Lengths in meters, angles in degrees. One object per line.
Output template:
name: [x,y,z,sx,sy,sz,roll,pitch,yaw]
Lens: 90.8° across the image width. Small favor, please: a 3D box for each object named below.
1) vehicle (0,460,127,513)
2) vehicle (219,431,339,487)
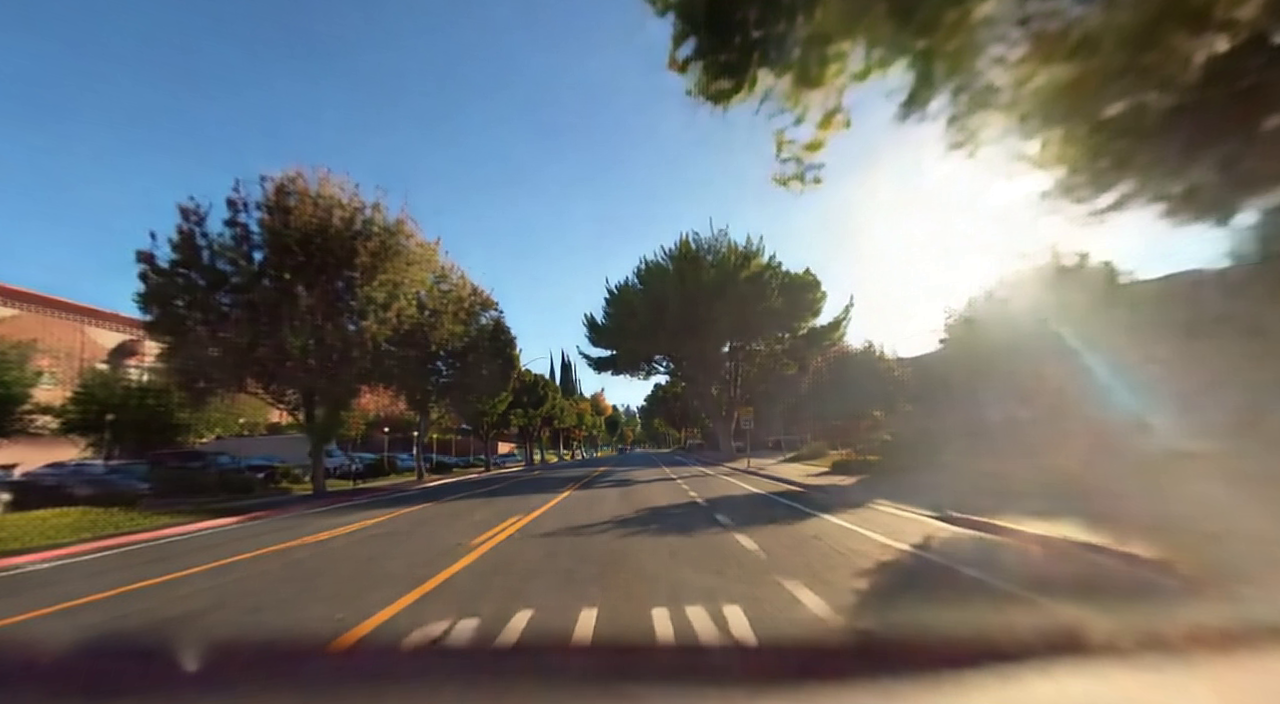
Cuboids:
vehicle: [-18.670,4.192,20.015,4.039,1.482,1.832,-4,-9,20]
vehicle: [-19.411,5.720,33.961,5.971,2.749,2.293,-4,-9,23]
